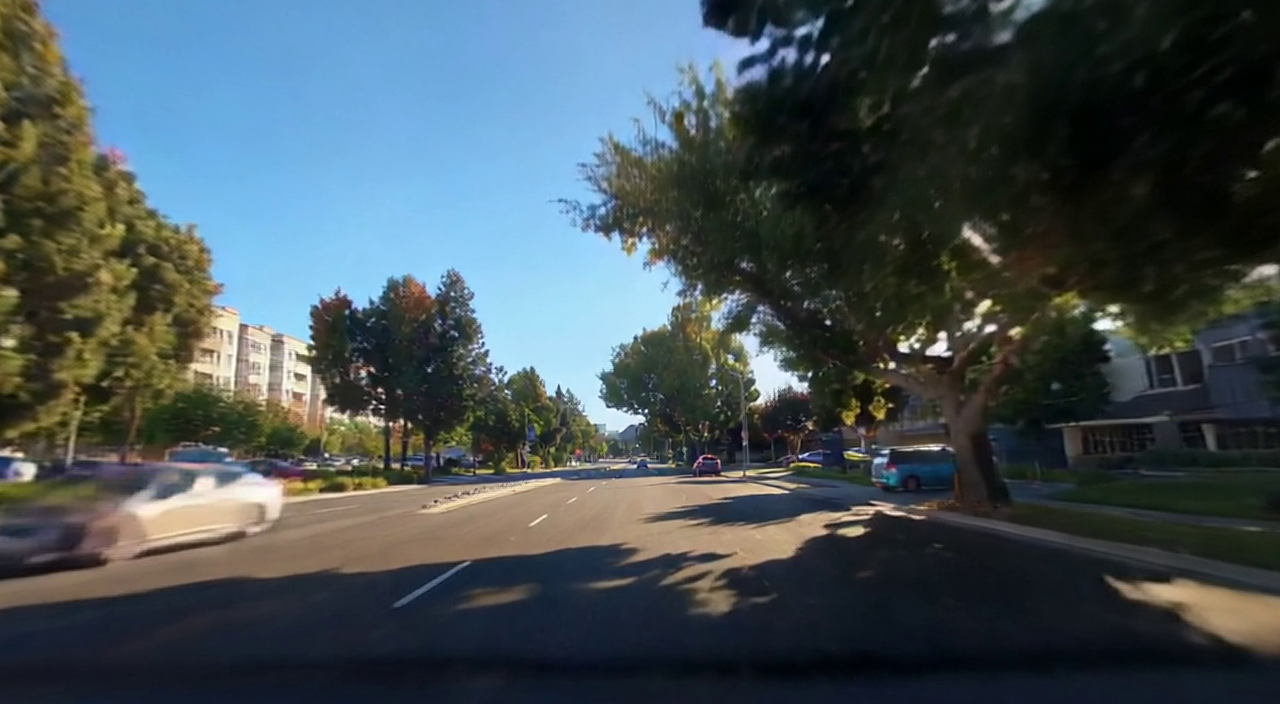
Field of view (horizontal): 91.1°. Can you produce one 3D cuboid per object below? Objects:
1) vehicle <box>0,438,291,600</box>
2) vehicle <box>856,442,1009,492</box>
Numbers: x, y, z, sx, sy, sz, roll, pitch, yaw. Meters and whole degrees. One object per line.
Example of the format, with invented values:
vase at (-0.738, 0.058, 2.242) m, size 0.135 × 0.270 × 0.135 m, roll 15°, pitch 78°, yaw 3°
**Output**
vehicle at (-7.476, 2.120, 9.015) m, size 2.220 × 1.681 × 4.633 m, roll 0°, pitch -8°, yaw 1°
vehicle at (11.270, 4.444, 24.518) m, size 4.903 × 1.831 × 2.098 m, roll 0°, pitch -9°, yaw 2°
